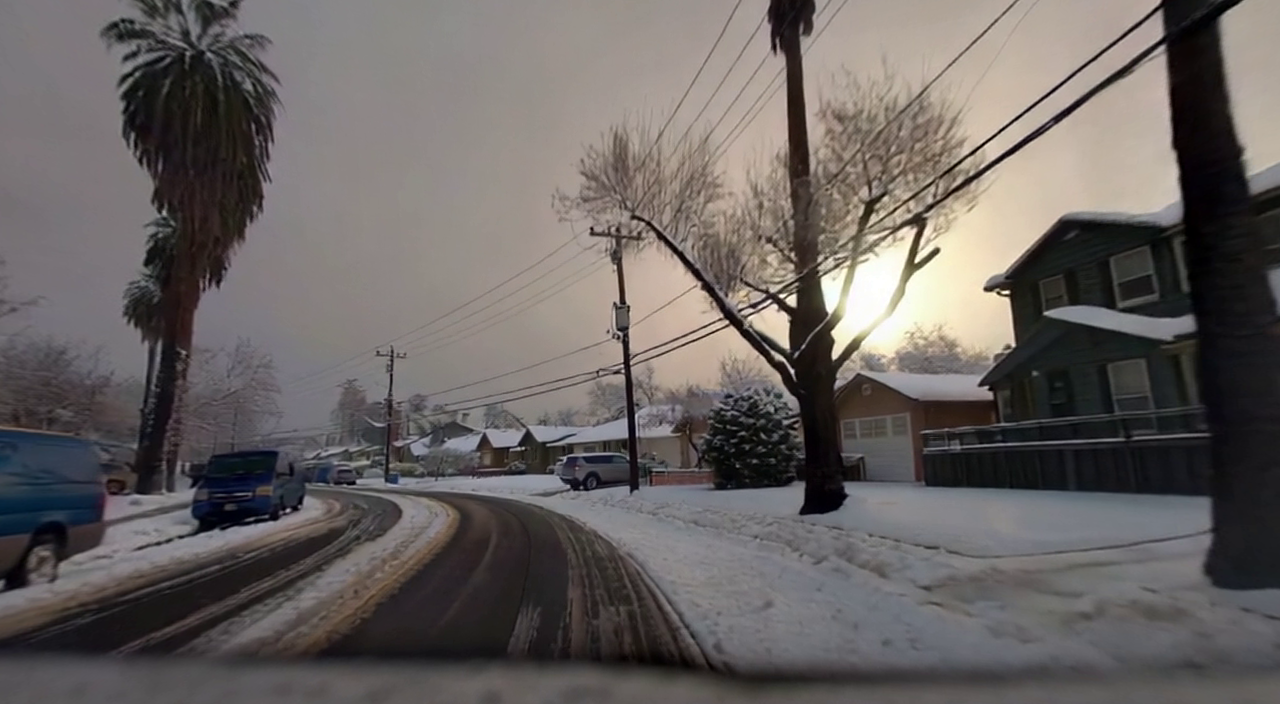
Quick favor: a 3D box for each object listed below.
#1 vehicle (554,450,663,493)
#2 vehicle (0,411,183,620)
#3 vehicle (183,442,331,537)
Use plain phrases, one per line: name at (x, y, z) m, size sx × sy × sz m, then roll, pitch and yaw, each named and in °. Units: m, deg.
vehicle at (-1.583, 6.118, 32.784) m, size 5.102 × 2.040 × 2.472 m, roll 6°, pitch -10°, yaw -32°
vehicle at (-7.761, 1.697, 6.256) m, size 2.677 × 2.033 × 6.011 m, roll -1°, pitch -14°, yaw -9°
vehicle at (-10.815, 3.887, 18.498) m, size 2.552 × 2.134 × 6.076 m, roll 0°, pitch -10°, yaw -20°
